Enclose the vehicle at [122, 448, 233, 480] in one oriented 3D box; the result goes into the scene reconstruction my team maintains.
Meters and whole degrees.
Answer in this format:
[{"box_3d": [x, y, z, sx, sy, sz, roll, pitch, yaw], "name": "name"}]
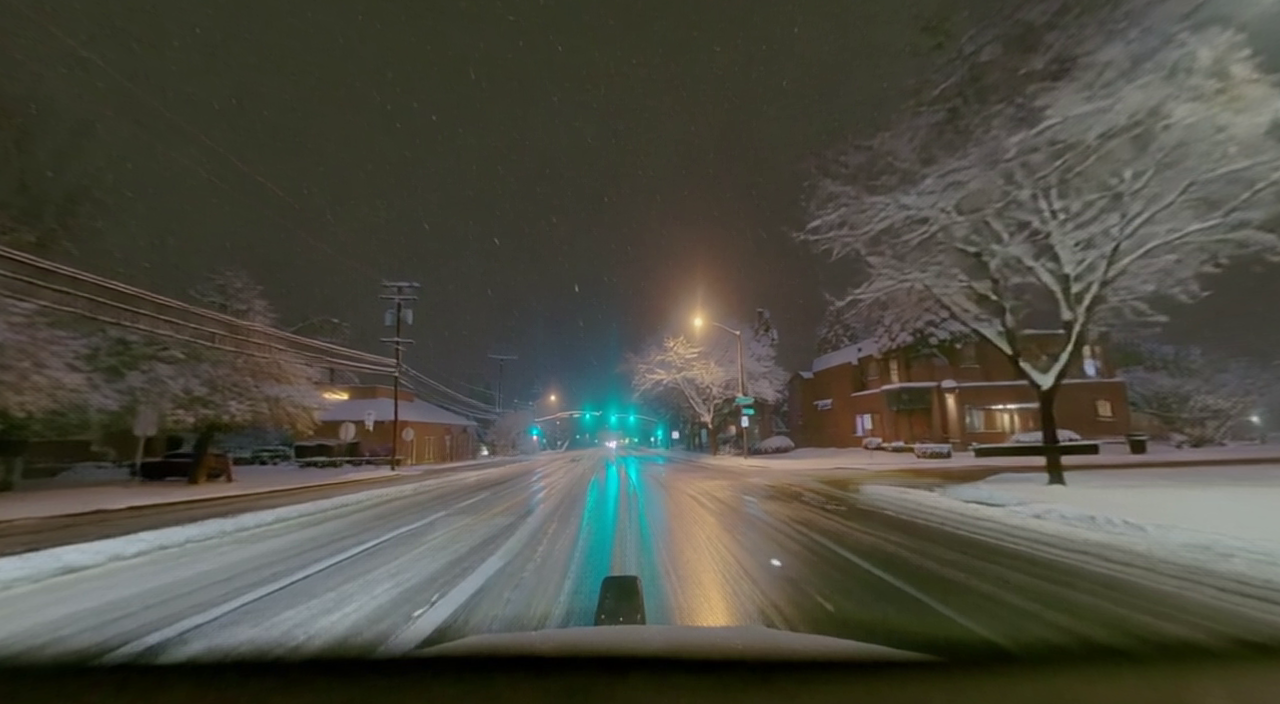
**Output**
[{"box_3d": [-26.254, 6.382, 36.042, 4.577, 1.584, 2.000, 3, -7, -7], "name": "vehicle"}]
